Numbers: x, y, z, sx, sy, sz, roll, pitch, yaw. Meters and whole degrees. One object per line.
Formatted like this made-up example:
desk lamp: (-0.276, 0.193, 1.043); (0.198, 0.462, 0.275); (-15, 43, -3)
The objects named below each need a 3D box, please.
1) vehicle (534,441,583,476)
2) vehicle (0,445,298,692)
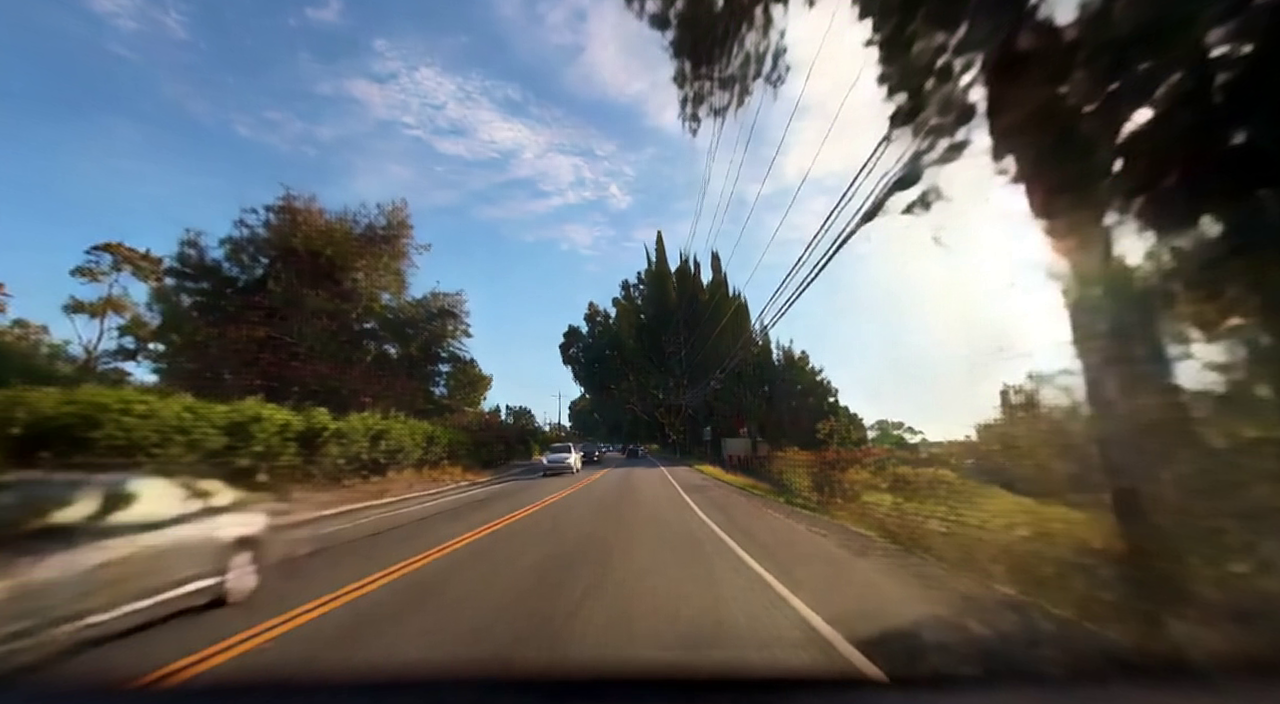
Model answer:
vehicle: (-4.571, 6.054, 36.140); (2.225, 1.872, 4.588); (0, -9, 0)
vehicle: (-4.854, 1.450, 4.749); (2.069, 1.471, 4.226); (-1, -9, 2)
